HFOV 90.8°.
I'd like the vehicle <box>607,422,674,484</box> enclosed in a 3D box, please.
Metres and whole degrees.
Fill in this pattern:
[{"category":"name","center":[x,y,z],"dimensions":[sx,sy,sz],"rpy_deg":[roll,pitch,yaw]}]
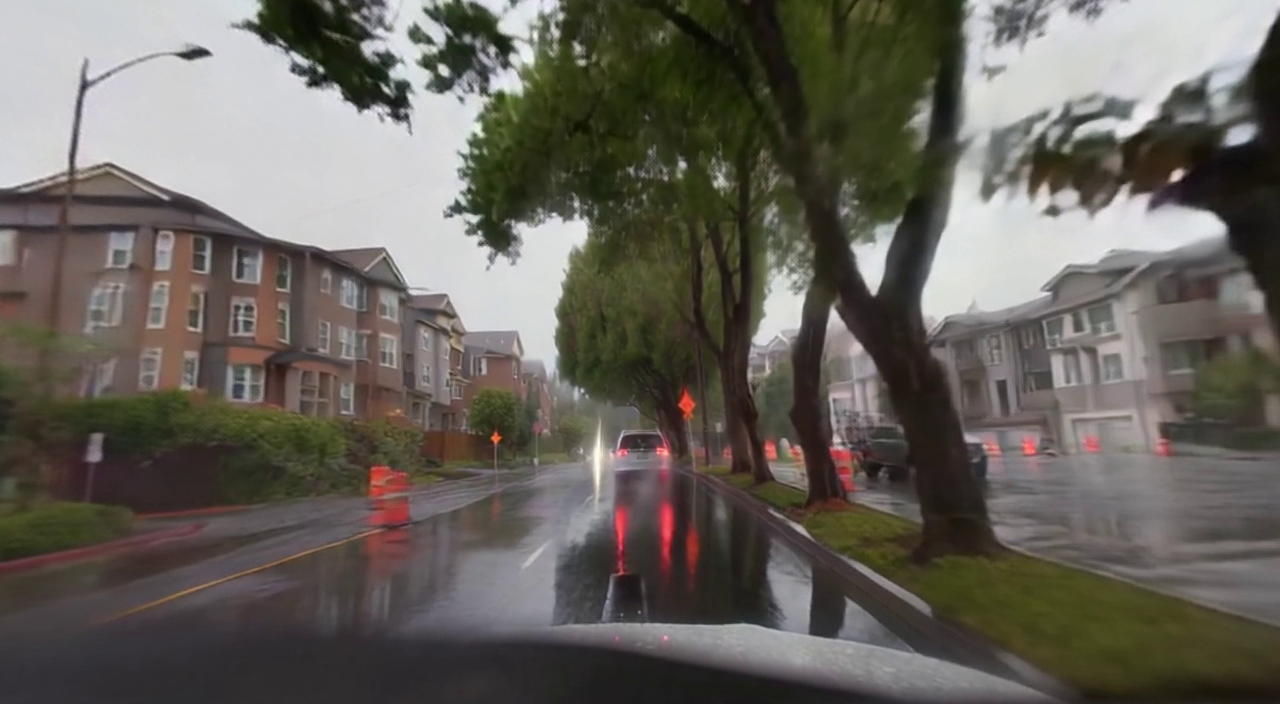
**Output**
[{"category":"vehicle","center":[-0.076,3.723,23.397],"dimensions":[2.169,2.015,5.206],"rpy_deg":[0,-9,-2]}]

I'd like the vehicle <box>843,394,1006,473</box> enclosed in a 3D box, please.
[{"category":"vehicle","center":[9.548,3.024,22.179],"dimensions":[2.253,2.306,6.753],"rpy_deg":[-1,-10,-2]}]

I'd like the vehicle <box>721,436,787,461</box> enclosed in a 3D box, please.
[{"category":"vehicle","center":[7.527,6.413,41.908],"dimensions":[3.835,1.584,1.893],"rpy_deg":[2,-9,-18]}]

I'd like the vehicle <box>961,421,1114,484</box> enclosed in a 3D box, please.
[{"category":"vehicle","center":[10.619,2.754,17.120],"dimensions":[1.698,1.548,2.969],"rpy_deg":[2,-11,-16]}]
